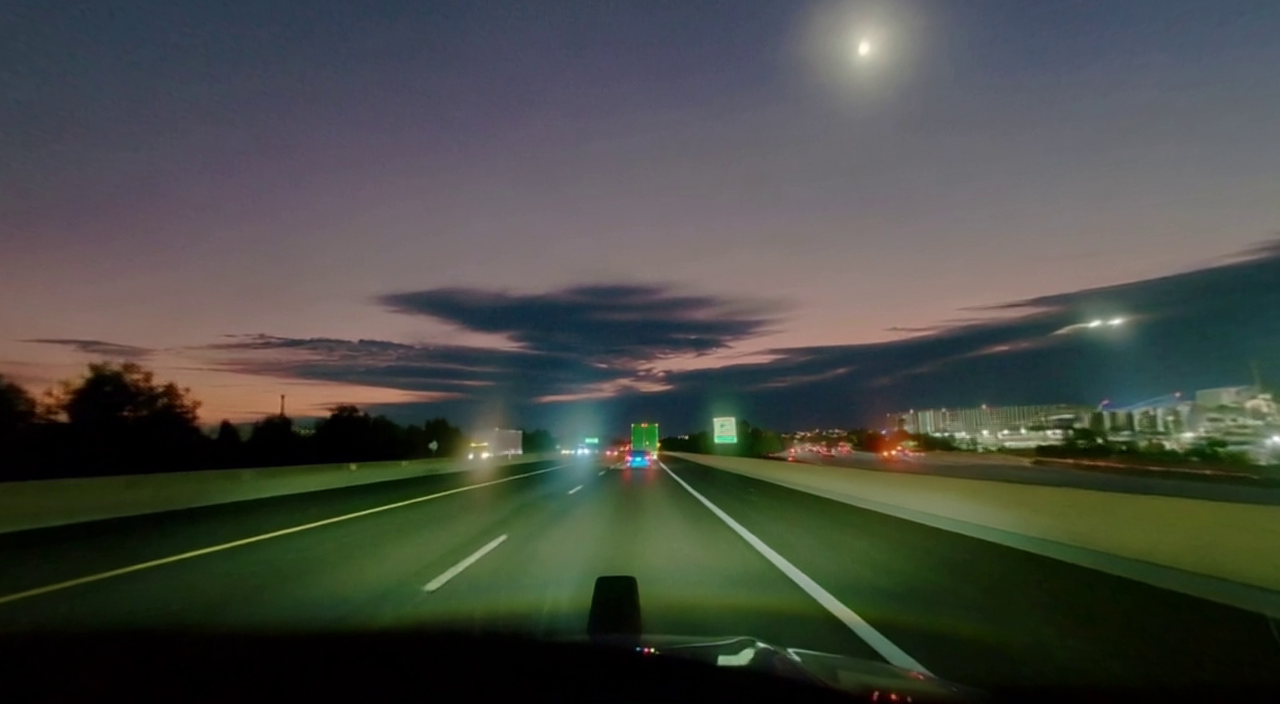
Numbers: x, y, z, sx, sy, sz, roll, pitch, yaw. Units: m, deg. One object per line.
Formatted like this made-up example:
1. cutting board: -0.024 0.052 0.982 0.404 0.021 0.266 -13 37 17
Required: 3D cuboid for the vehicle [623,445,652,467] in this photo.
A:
1. vehicle: -0.162 7.857 47.642 2.094 1.559 3.945 0 -9 0
